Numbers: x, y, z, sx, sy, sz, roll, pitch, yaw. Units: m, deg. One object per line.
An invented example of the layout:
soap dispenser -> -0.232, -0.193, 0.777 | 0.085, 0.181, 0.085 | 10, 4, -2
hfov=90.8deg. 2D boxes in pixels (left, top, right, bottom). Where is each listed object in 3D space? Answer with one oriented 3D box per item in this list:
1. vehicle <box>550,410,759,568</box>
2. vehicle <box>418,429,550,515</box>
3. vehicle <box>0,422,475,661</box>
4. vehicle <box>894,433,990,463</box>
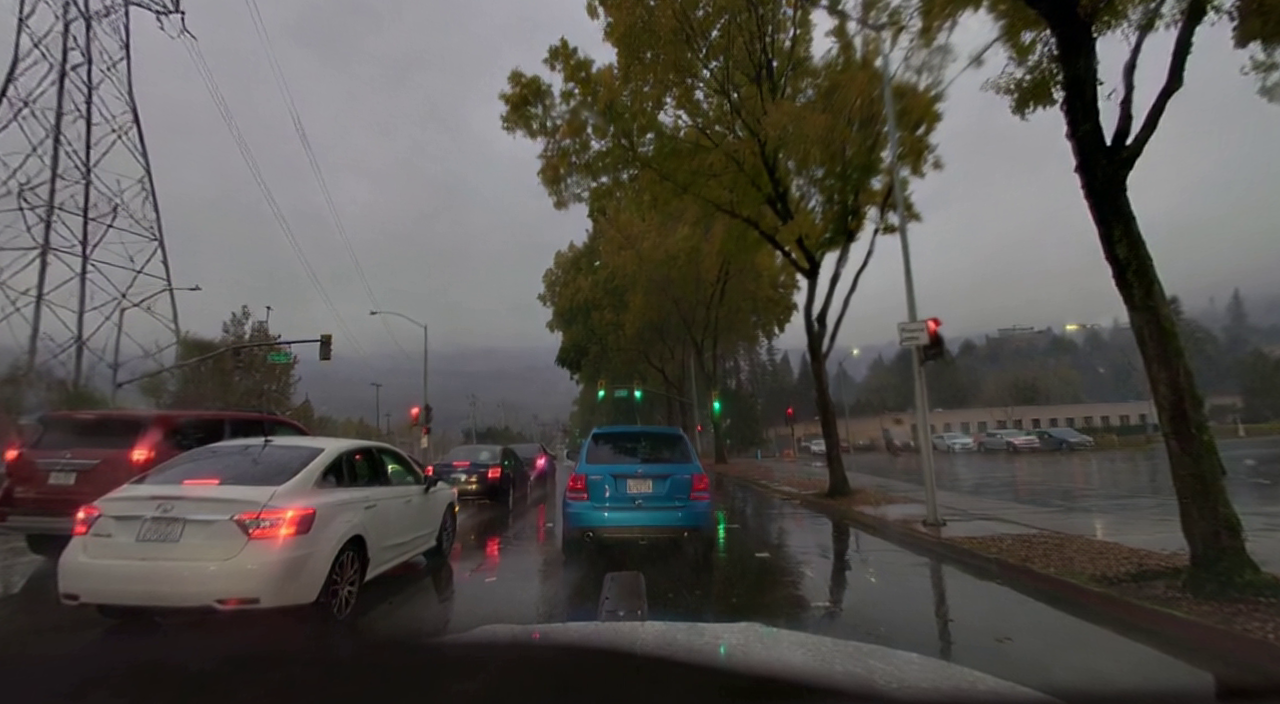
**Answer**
vehicle -> 0.087, 1.775, 8.943 | 2.239, 1.661, 4.224 | 0, -8, -2
vehicle -> -3.265, 2.579, 14.038 | 1.997, 1.636, 3.760 | 0, -8, -1
vehicle -> -3.171, 1.517, 6.255 | 1.973, 1.469, 4.448 | 0, -8, -1
vehicle -> 15.098, 4.809, 31.718 | 3.858, 1.437, 1.899 | 0, -8, -4
